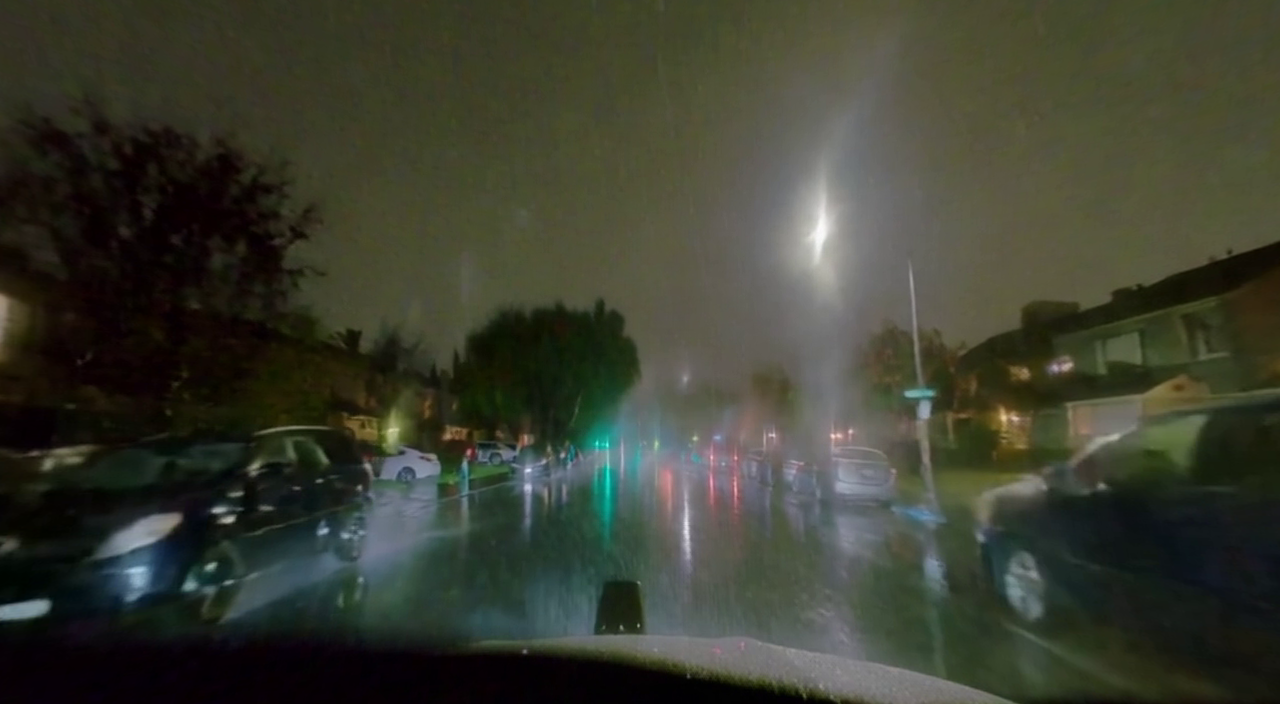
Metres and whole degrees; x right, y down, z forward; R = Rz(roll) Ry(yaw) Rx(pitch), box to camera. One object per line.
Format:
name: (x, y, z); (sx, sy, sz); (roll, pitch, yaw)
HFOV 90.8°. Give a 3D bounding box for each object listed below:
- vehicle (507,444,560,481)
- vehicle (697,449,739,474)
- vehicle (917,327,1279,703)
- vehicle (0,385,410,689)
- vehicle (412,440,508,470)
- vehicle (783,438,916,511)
vehicle: (-4.921, 5.185, 29.712); (1.983, 1.579, 3.879); (1, -9, -2)
vehicle: (4.844, 6.875, 39.855); (1.847, 1.448, 4.162); (0, -9, -3)
vehicle: (3.744, 0.907, 2.650); (2.415, 1.963, 5.688); (0, -8, -2)
vehicle: (-5.016, 1.795, 7.503); (2.394, 2.089, 5.951); (-3, -9, -1)
vehicle: (-11.940, 6.846, 42.188); (5.755, 1.869, 2.194); (1, -8, -2)
vehicle: (5.080, 3.016, 16.005); (1.826, 1.566, 4.307); (0, -9, -1)
